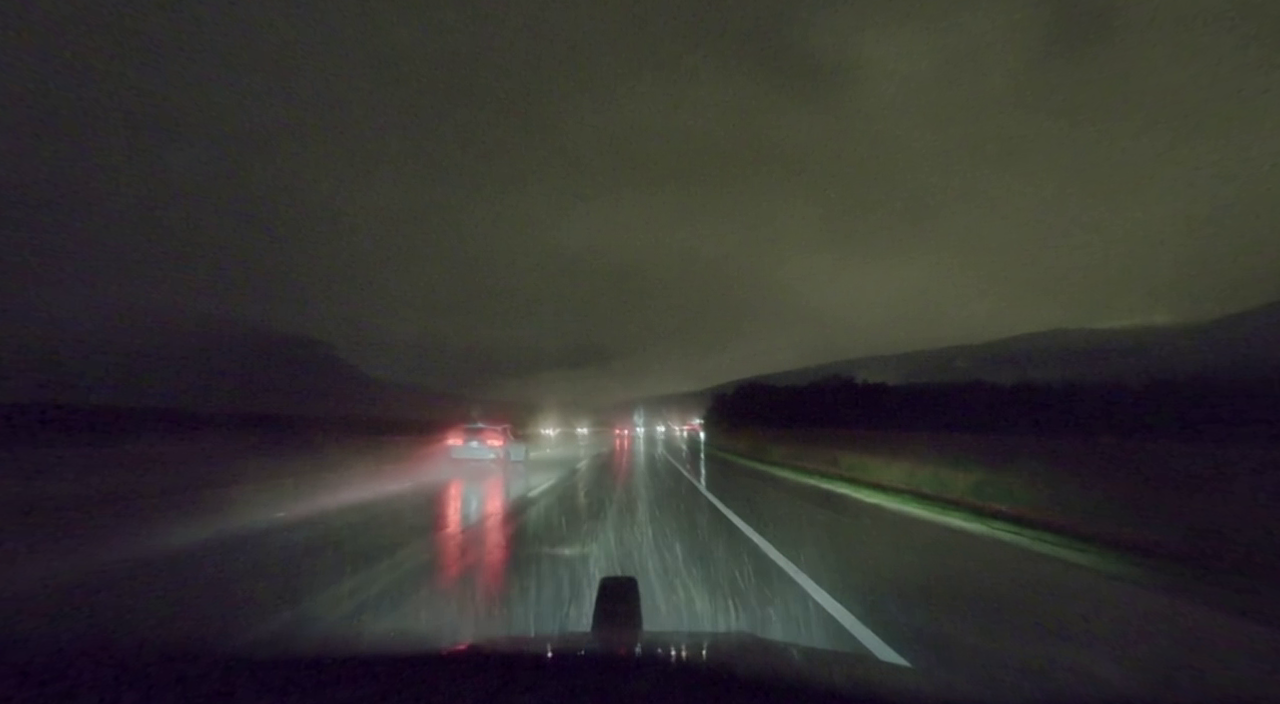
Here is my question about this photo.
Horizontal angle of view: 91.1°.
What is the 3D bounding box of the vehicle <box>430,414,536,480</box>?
[{"bbox_3d":[-4.458,2.772,18.640,1.980,1.721,4.419,0,-8,0],"label":"vehicle"}]
